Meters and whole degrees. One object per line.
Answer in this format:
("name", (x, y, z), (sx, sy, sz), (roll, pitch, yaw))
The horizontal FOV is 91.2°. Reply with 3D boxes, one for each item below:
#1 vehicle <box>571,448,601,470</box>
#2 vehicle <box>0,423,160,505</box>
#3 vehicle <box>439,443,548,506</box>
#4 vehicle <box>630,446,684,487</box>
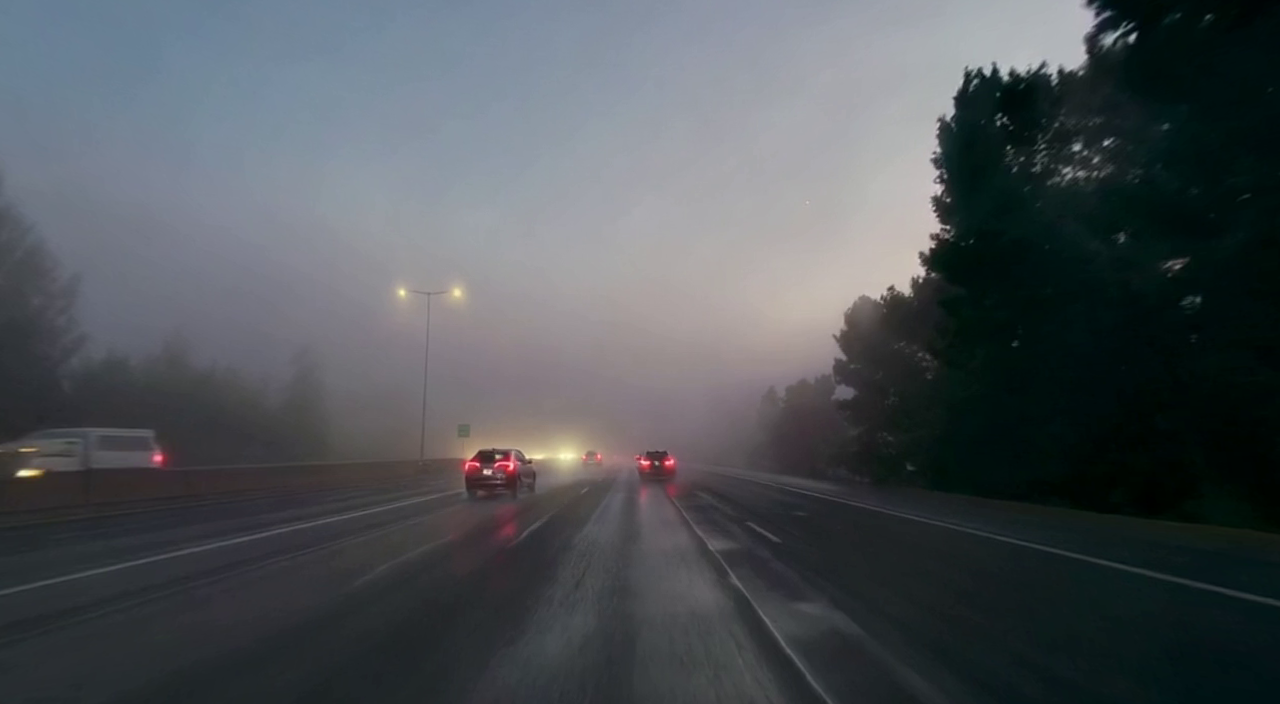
("vehicle", (-3.912, 7.811, 46.013), (1.837, 1.530, 3.844), (0, -9, 0))
("vehicle", (-20.092, 3.833, 21.772), (2.393, 2.473, 5.435), (-1, -9, 1))
("vehicle", (-3.892, 3.324, 17.498), (1.940, 1.502, 4.463), (-1, -9, 1))
("vehicle", (0.637, 4.646, 25.772), (2.015, 1.526, 4.286), (0, -9, 0))
